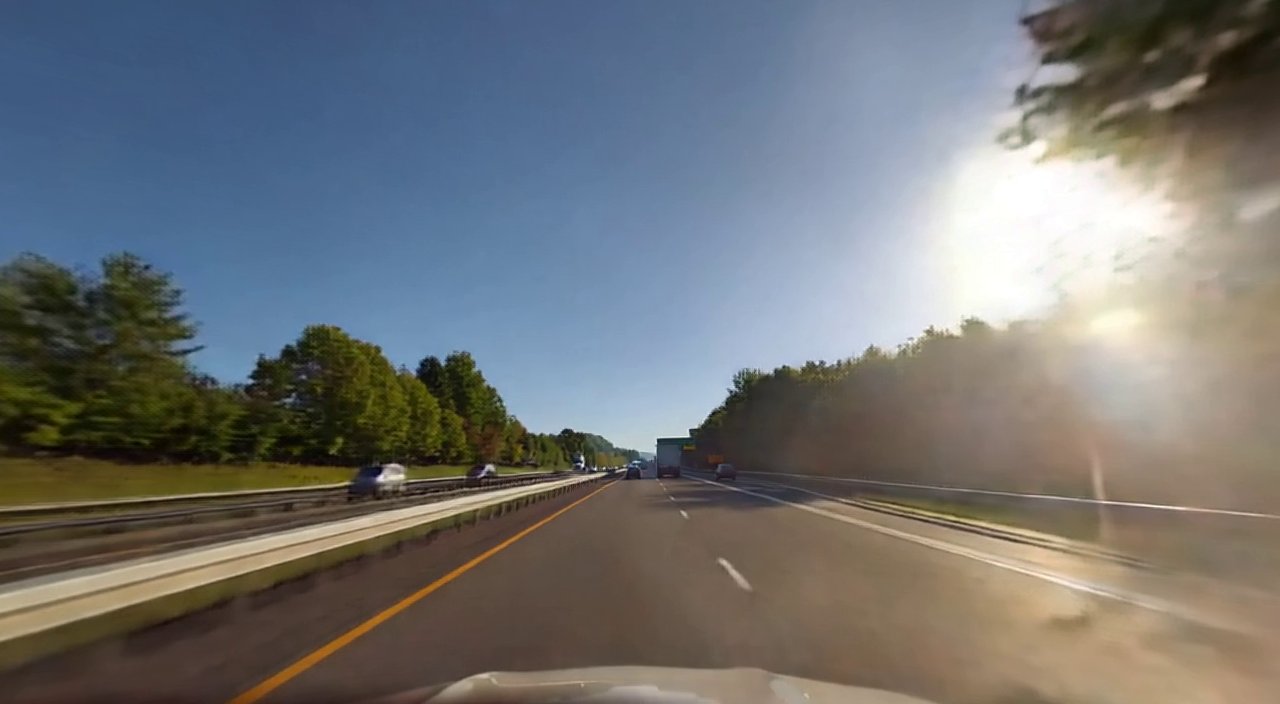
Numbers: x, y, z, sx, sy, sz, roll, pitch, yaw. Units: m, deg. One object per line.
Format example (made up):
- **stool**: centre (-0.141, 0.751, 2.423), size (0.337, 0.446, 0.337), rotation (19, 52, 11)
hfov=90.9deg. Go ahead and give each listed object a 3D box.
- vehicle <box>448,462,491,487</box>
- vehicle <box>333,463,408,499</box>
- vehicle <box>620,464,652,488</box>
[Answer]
- **vehicle**: centre (-13.197, 9.519, 48.994), size (2.114, 1.757, 4.350), rotation (1, -10, -1)
- **vehicle**: centre (-13.719, 6.605, 32.348), size (1.934, 1.679, 4.086), rotation (1, -10, 0)
- **vehicle**: centre (-0.276, 8.118, 41.280), size (2.025, 1.452, 3.927), rotation (1, -10, -1)
